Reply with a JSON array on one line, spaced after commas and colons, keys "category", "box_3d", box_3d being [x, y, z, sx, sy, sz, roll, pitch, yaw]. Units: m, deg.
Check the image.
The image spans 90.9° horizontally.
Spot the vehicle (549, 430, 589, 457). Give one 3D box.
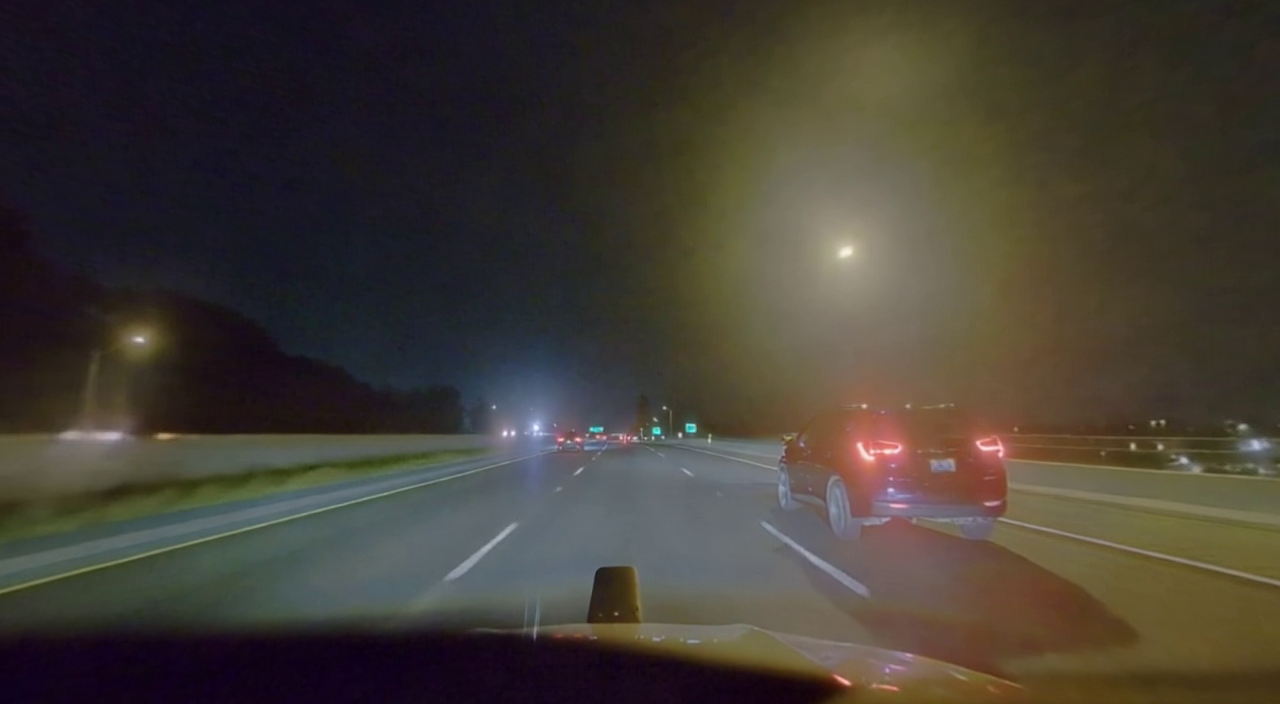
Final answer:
[{"category": "vehicle", "box_3d": [-4.384, 5.700, 39.398, 2.062, 1.591, 4.156, 0, -8, -1]}]

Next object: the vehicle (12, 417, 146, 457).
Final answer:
[{"category": "vehicle", "box_3d": [-24.804, 3.792, 28.130, 1.849, 1.591, 4.497, 0, -8, -1]}]
